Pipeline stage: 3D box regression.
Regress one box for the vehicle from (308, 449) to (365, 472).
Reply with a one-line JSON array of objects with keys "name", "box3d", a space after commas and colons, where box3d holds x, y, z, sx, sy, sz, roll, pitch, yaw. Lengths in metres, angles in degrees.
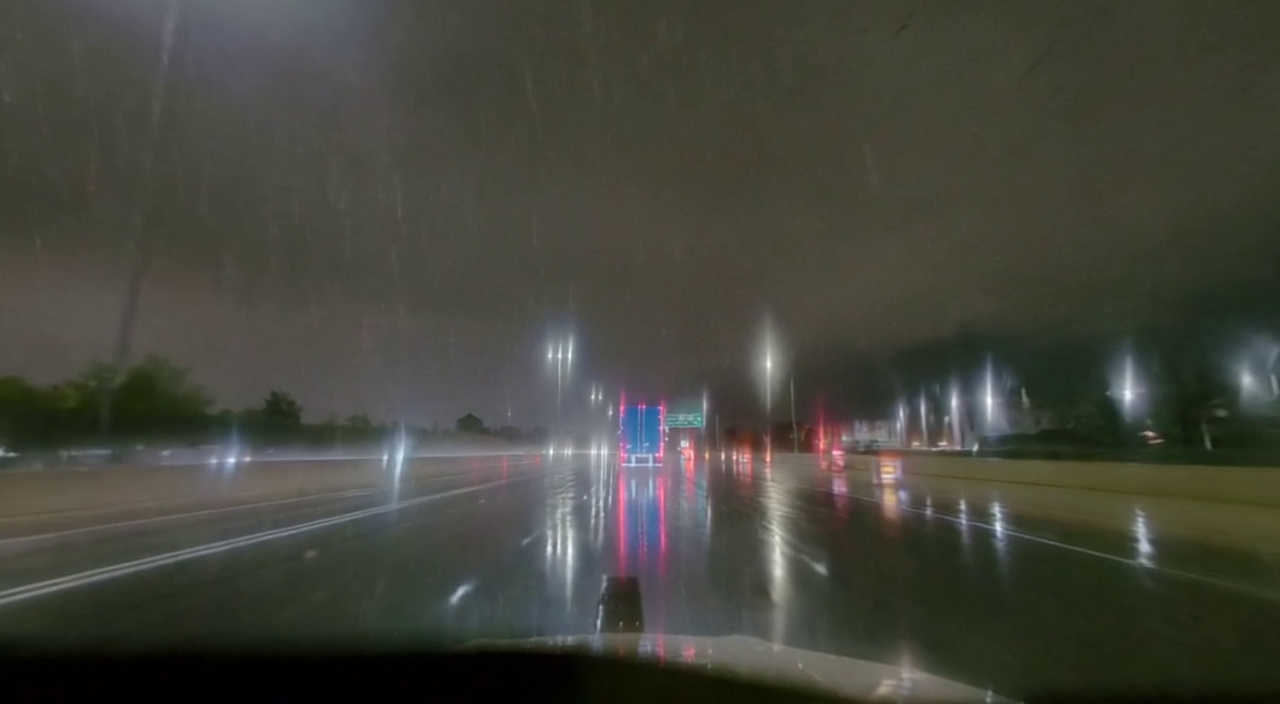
[{"name": "vehicle", "box3d": [-20.402, 7.277, 42.466, 1.953, 1.484, 3.843, 0, -9, 0]}]
